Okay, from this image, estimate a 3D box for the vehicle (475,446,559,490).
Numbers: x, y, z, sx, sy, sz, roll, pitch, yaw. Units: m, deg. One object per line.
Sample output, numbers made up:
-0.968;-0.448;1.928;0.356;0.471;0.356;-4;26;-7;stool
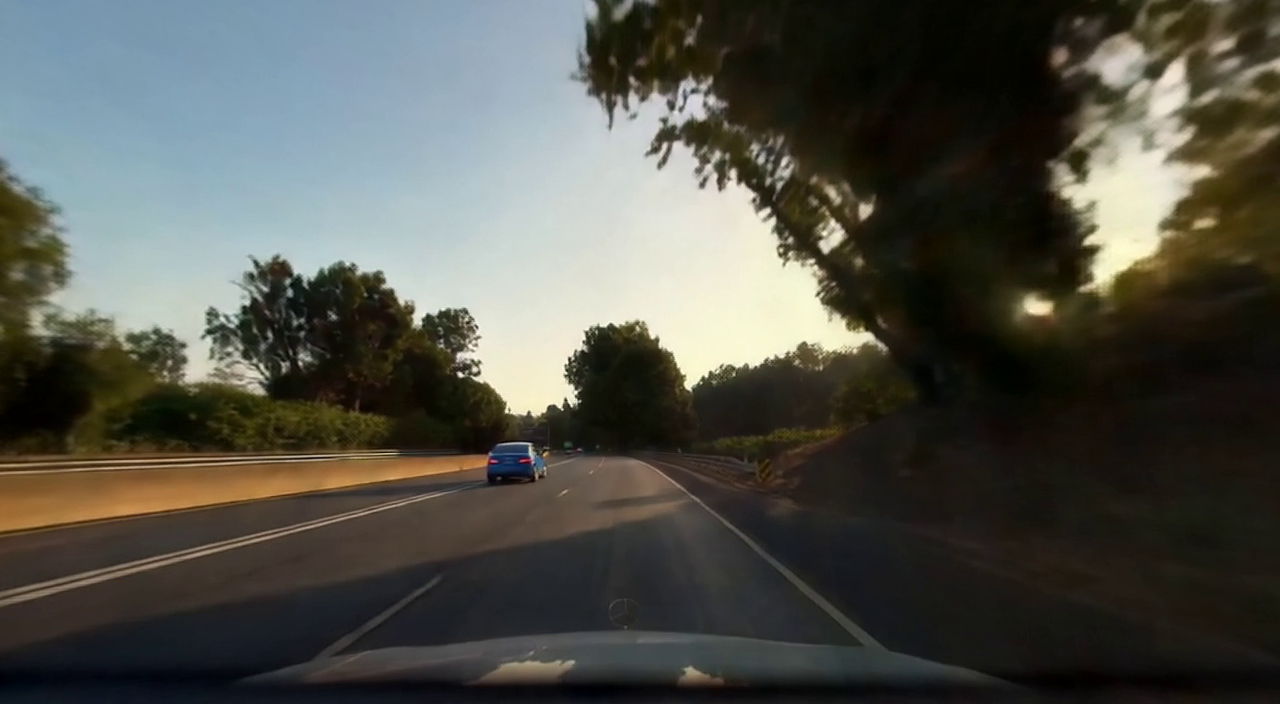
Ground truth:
-4.331;4.171;22.966;2.126;1.411;4.433;0;-9;1;vehicle
